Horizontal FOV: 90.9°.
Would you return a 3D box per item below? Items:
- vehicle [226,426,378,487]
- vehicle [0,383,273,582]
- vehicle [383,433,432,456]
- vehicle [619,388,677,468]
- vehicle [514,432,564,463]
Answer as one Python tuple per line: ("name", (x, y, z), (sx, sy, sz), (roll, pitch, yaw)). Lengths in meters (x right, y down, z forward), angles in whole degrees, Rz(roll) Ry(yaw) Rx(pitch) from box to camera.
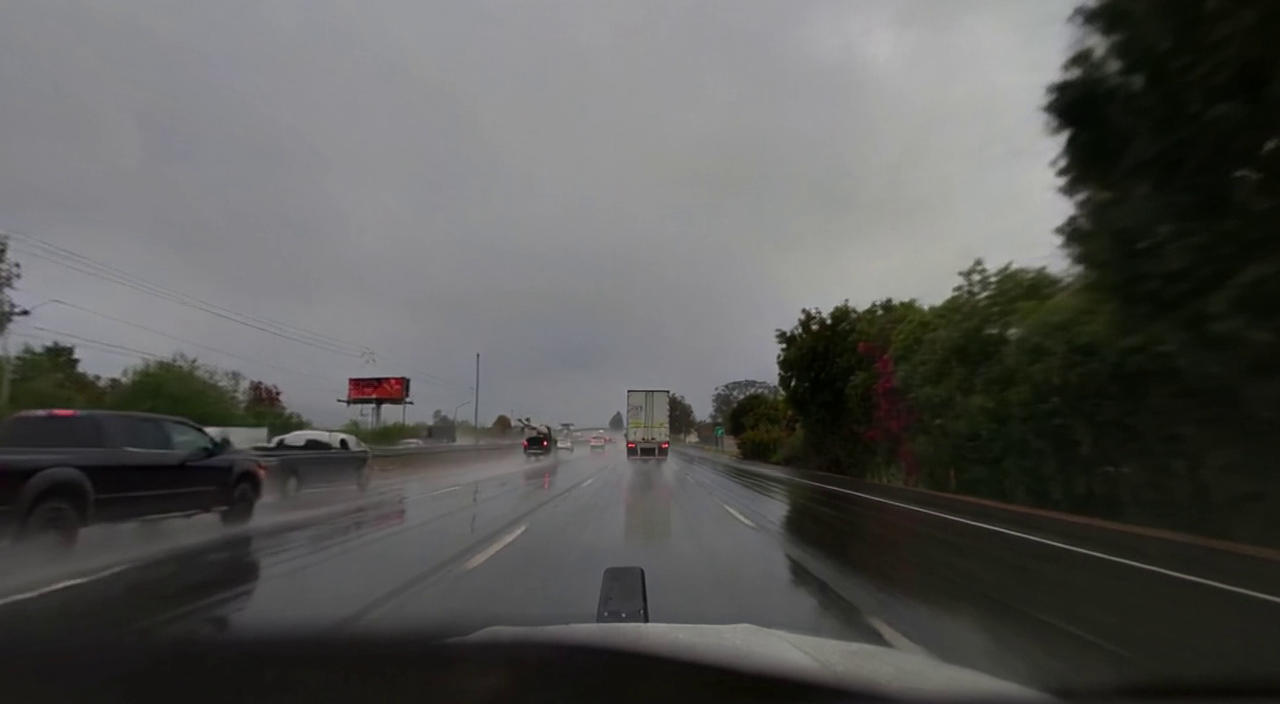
("vehicle", (-10.889, 3.413, 20.925), (2.010, 1.766, 5.365), (0, -8, 1))
("vehicle", (-7.099, 1.462, 7.518), (2.197, 1.847, 5.364), (0, -8, 0))
("vehicle", (-17.662, 7.074, 48.079), (1.906, 1.656, 4.683), (0, -8, 1))
("vehicle", (0.636, 4.644, 37.534), (2.879, 4.027, 11.243), (-1, -8, 2))
("vehicle", (-6.590, 6.336, 41.896), (2.263, 1.936, 5.802), (0, -8, 1))
